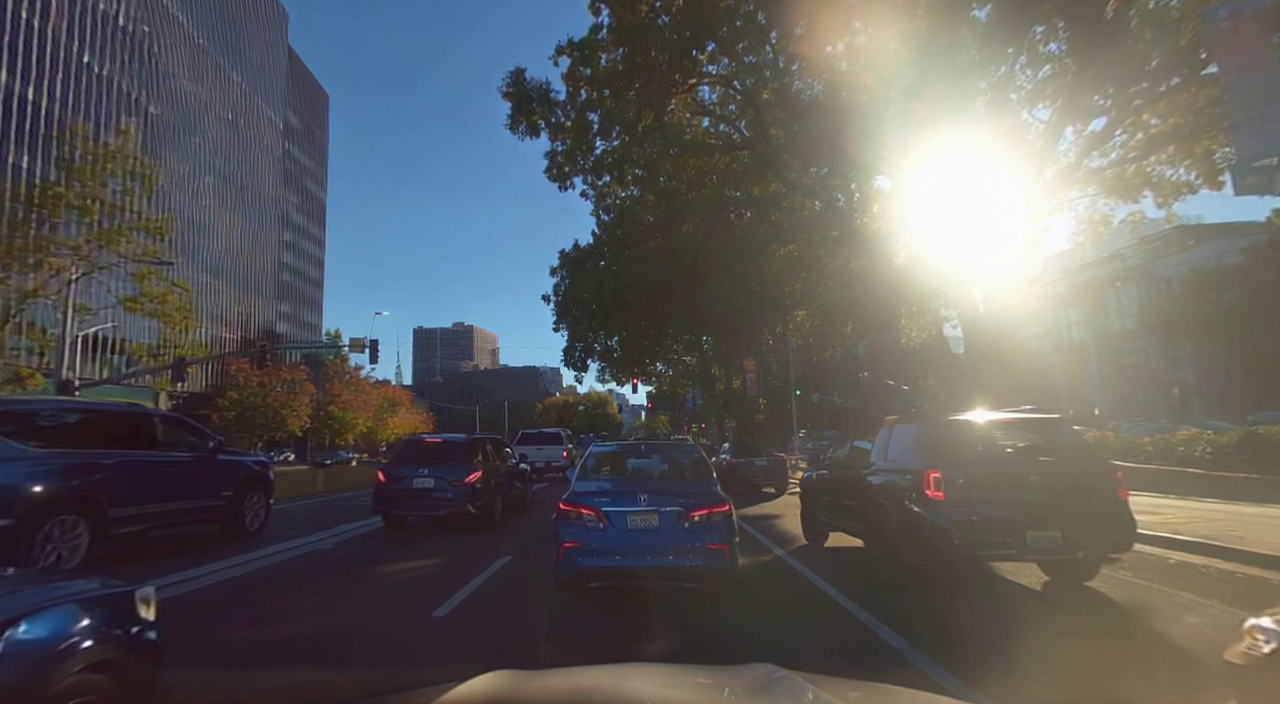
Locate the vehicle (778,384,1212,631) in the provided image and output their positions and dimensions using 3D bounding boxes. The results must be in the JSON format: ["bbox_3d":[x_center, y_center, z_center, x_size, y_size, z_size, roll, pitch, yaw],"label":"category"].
[{"bbox_3d":[3.071,1.451,6.838,2.108,1.785,4.334,0,-9,-1],"label":"vehicle"}]

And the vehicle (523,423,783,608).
[{"bbox_3d":[0.094,1.656,7.270,2.147,1.507,3.953,0,-8,0],"label":"vehicle"}]

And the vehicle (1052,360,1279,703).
[{"bbox_3d":[2.878,0.595,0.452,2.051,1.548,4.532,0,-8,0],"label":"vehicle"}]

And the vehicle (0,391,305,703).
[{"bbox_3d":[-3.359,0.845,1.827,2.144,1.505,4.635,-1,-9,1],"label":"vehicle"}]

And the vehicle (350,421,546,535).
[{"bbox_3d":[-3.306,2.282,12.028,2.168,1.719,4.561,-1,-8,2],"label":"vehicle"}]
